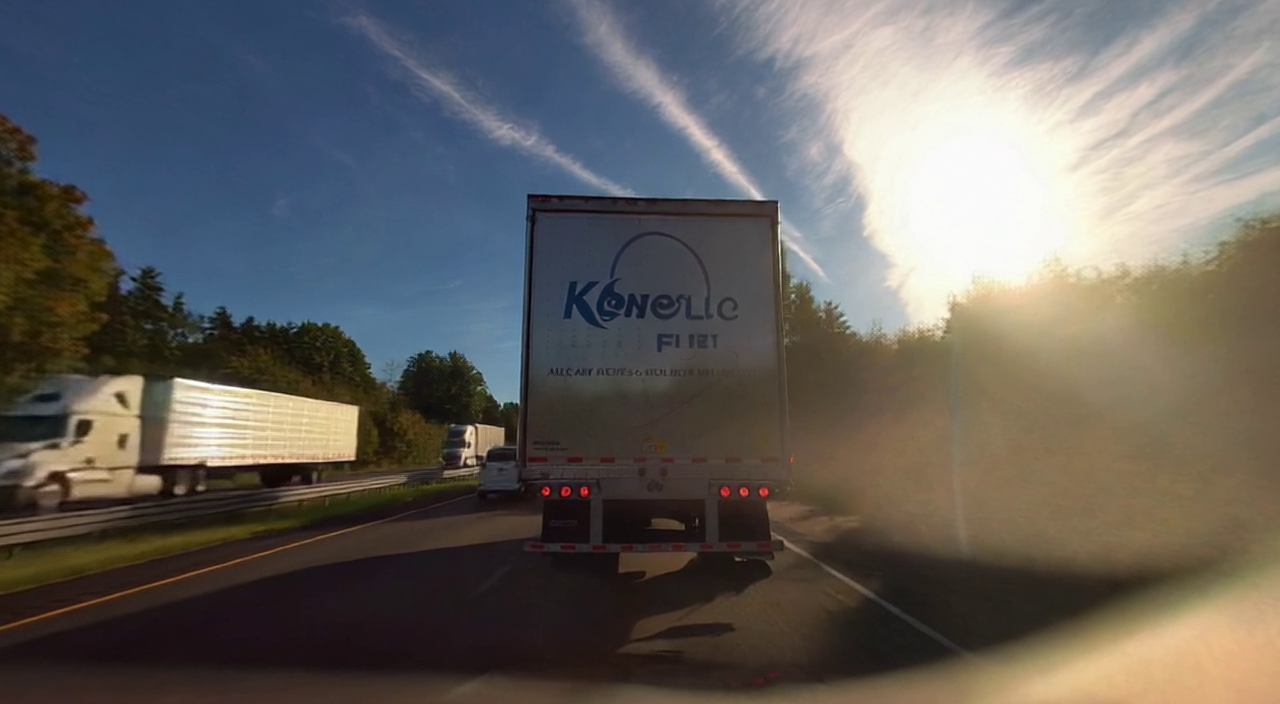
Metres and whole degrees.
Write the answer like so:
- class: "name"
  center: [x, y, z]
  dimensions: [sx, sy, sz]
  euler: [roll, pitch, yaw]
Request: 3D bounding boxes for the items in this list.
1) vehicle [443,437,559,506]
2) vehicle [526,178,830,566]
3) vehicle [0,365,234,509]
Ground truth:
- class: "vehicle"
  center: [-3.535, 3.138, 16.968]
  dimensions: [2.095, 1.600, 4.247]
  euler: [0, -9, 1]
- class: "vehicle"
  center: [0.390, 1.244, 14.156]
  dimensions: [3.230, 4.377, 14.405]
  euler: [0, -9, 0]
- class: "vehicle"
  center: [-16.771, 2.797, 20.367]
  dimensions: [3.034, 3.940, 5.969]
  euler: [0, -9, 0]
